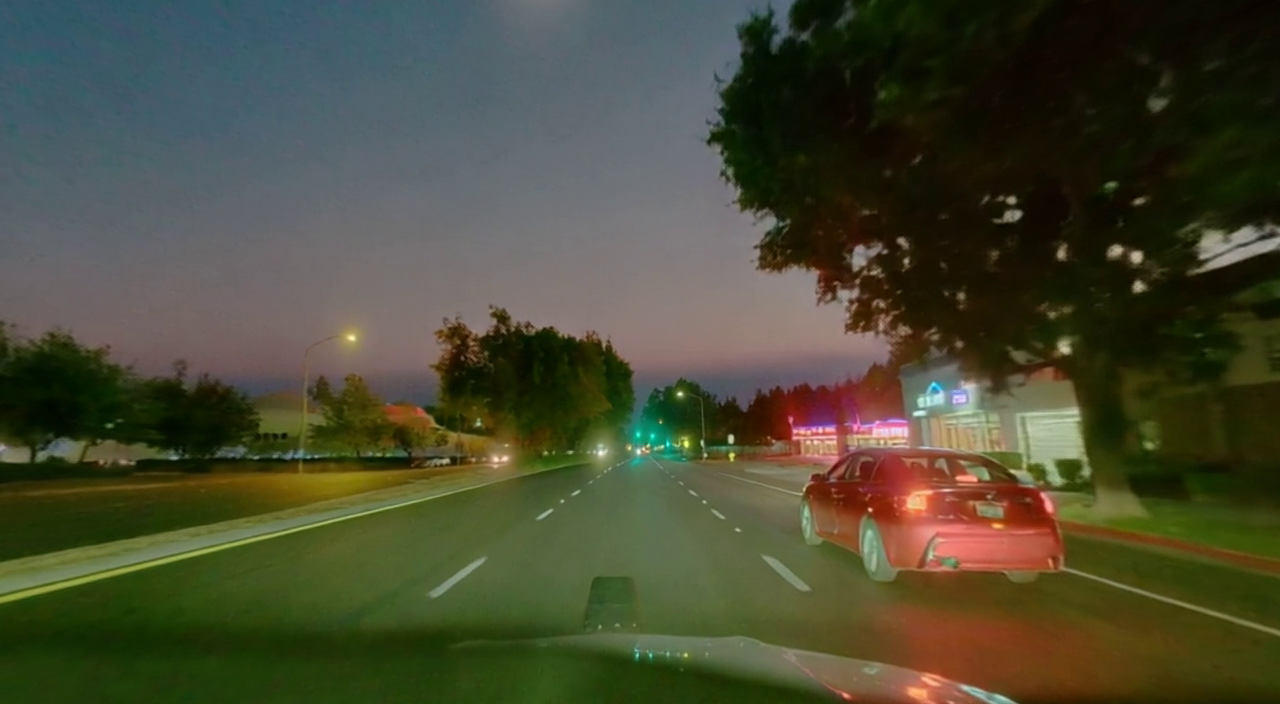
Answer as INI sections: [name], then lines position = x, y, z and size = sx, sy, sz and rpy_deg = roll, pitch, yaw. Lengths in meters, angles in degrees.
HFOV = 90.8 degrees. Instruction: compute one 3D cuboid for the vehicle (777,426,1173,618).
[vehicle]
position = 3.139, 1.673, 7.295
size = 2.004, 1.470, 4.544
rpy_deg = 0, -8, -1
